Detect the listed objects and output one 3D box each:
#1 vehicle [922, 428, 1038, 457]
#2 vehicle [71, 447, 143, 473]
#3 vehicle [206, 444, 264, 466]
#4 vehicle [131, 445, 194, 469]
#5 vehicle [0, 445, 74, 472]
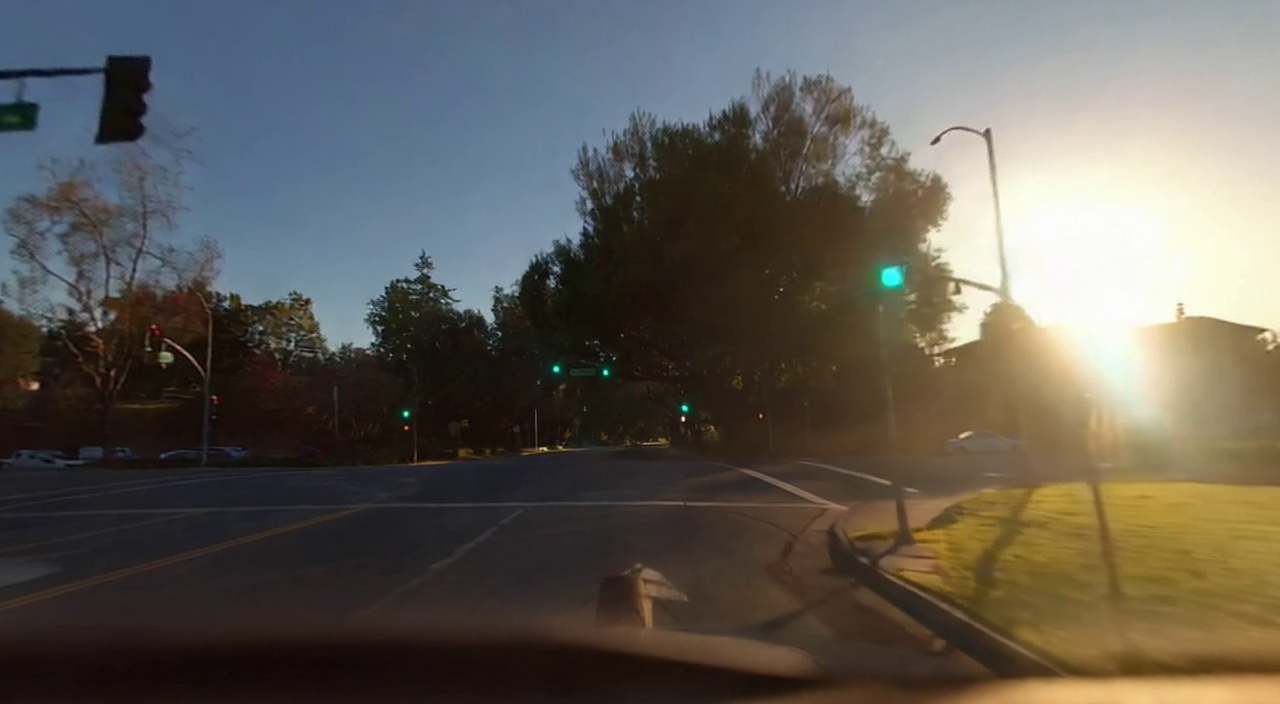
[{"bbox_3d":[17.025,4.560,31.841,4.720,1.410,1.784,-1,-8,9],"label":"vehicle"},{"bbox_3d":[-34.634,6.989,41.170,2.000,1.582,4.063,2,-8,-16],"label":"vehicle"},{"bbox_3d":[-27.533,7.005,43.060,1.665,1.386,4.012,1,-8,-6],"label":"vehicle"},{"bbox_3d":[-31.863,7.002,42.318,1.816,1.423,4.126,2,-8,-14],"label":"vehicle"},{"bbox_3d":[-38.654,6.763,40.320,1.959,1.590,4.105,2,-8,-15],"label":"vehicle"}]
